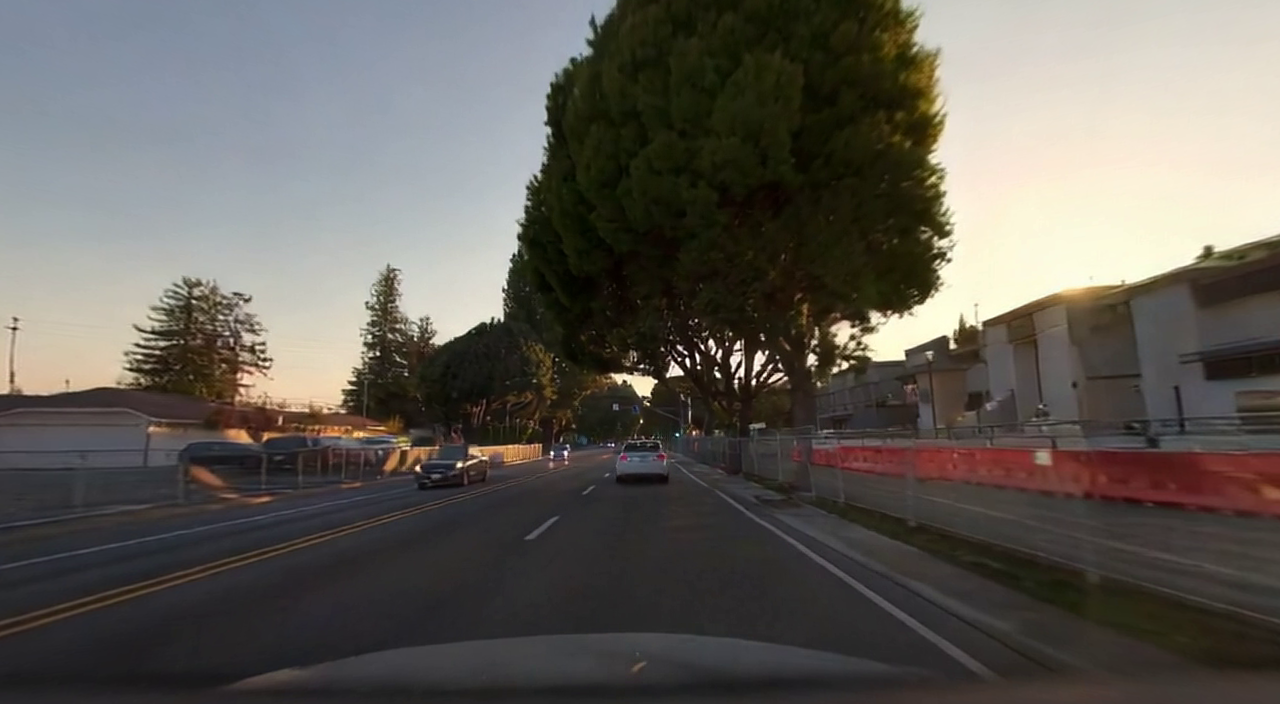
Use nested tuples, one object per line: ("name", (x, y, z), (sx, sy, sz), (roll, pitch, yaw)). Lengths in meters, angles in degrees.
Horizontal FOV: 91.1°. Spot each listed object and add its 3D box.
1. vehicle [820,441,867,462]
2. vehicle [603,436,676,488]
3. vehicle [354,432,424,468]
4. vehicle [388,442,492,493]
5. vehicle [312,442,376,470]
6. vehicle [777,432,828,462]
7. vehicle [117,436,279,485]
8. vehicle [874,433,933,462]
("vehicle", (15.394, 7.519, 47.725), (2.040, 1.506, 4.289), (0, -9, -1))
("vehicle", (-0.017, 3.527, 20.446), (2.144, 1.514, 4.063), (0, -8, 0))
("vehicle", (-16.450, 6.463, 41.487), (2.230, 2.164, 5.732), (0, -8, 0))
("vehicle", (-6.515, 3.800, 21.013), (1.985, 1.505, 4.143), (0, -9, 2))
("vehicle", (-19.393, 6.820, 41.382), (2.050, 1.714, 4.619), (0, -8, -2))
("vehicle", (12.244, 7.238, 47.834), (2.280, 2.050, 5.515), (-2, -9, -1))
("vehicle", (-18.210, 4.470, 26.056), (5.085, 1.906, 2.153), (0, -9, 1))
("vehicle", (19.800, 7.144, 47.475), (2.245, 1.932, 5.951), (-3, -7, 5))
